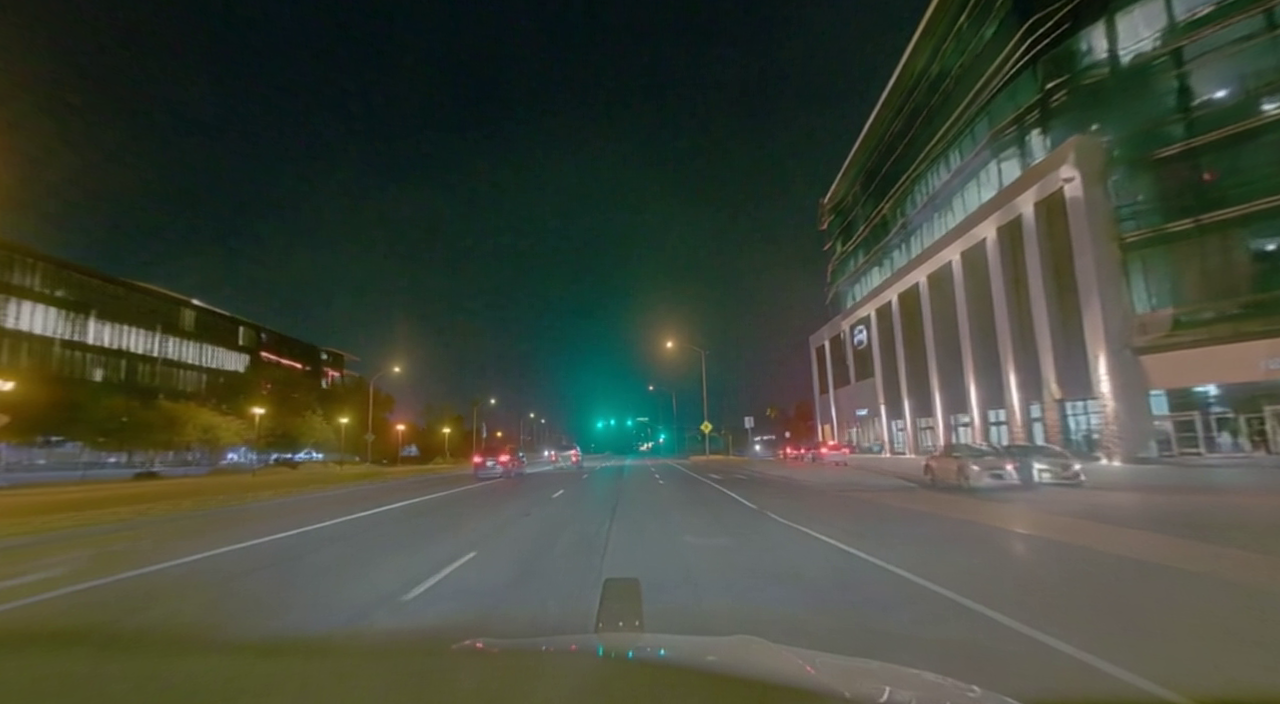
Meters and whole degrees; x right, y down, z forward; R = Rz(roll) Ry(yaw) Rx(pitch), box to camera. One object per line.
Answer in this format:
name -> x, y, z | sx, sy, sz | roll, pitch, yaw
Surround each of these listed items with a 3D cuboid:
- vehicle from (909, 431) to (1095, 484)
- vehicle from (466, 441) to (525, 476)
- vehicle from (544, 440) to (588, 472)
vehicle -> 11.037, 3.265, 19.591 | 4.513, 1.541, 1.948 | -1, -9, 6
vehicle -> -7.219, 5.353, 32.035 | 1.909, 1.605, 4.561 | 0, -8, 0
vehicle -> -4.263, 6.016, 36.845 | 2.052, 1.729, 4.195 | 0, -8, 0
